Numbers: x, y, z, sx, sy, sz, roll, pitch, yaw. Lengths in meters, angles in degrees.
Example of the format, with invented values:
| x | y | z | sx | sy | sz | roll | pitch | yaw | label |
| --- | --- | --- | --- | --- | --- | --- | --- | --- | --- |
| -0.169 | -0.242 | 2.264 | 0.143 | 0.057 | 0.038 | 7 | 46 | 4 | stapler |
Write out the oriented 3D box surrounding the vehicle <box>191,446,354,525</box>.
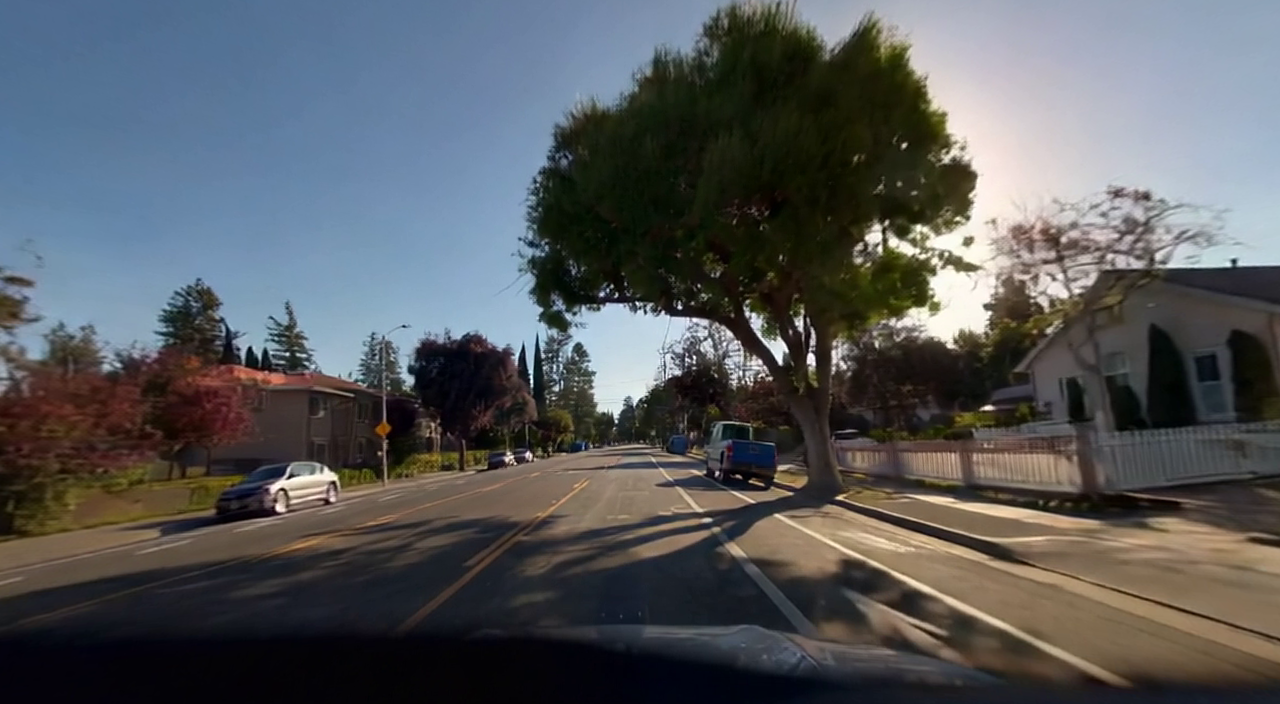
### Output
| x | y | z | sx | sy | sz | roll | pitch | yaw | label |
| --- | --- | --- | --- | --- | --- | --- | --- | --- | --- |
| -11.293 | 4.061 | 19.951 | 2.301 | 1.855 | 4.983 | -7 | -8 | -3 | vehicle |

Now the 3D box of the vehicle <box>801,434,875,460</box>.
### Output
| x | y | z | sx | sy | sz | roll | pitch | yaw | label |
| --- | --- | --- | --- | --- | --- | --- | --- | --- | --- |
| 14.495 | 6.971 | 46.340 | 4.699 | 1.442 | 1.838 | -5 | -8 | -2 | vehicle |

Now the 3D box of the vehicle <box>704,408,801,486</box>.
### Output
| x | y | z | sx | sy | sz | roll | pitch | yaw | label |
| --- | --- | --- | --- | --- | --- | --- | --- | --- | --- |
| 3.865 | 3.444 | 22.998 | 2.459 | 2.452 | 5.731 | 0 | -8 | 0 | vehicle |
